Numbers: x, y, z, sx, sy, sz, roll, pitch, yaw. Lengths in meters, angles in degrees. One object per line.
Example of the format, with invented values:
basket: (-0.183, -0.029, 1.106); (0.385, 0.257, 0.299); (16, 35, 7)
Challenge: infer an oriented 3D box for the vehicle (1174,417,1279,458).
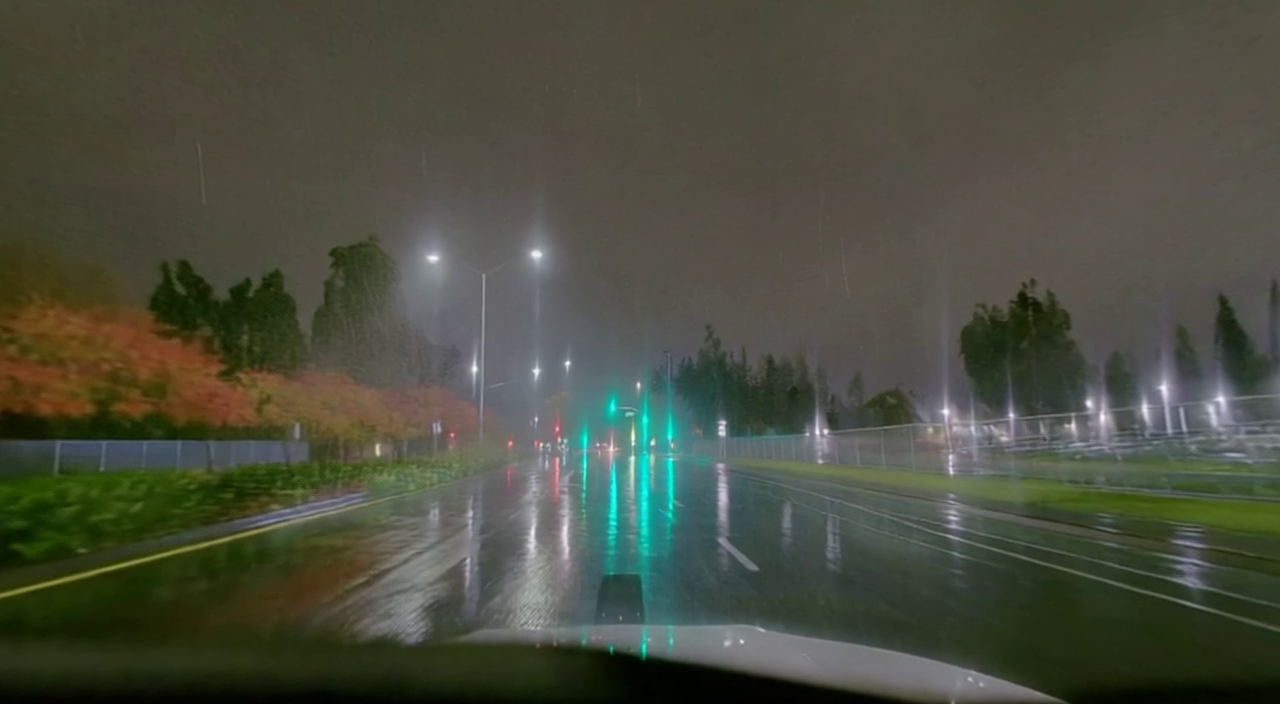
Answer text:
vehicle: (26.152, 3.812, 27.974); (2.055, 1.645, 4.679); (-3, -9, 18)
